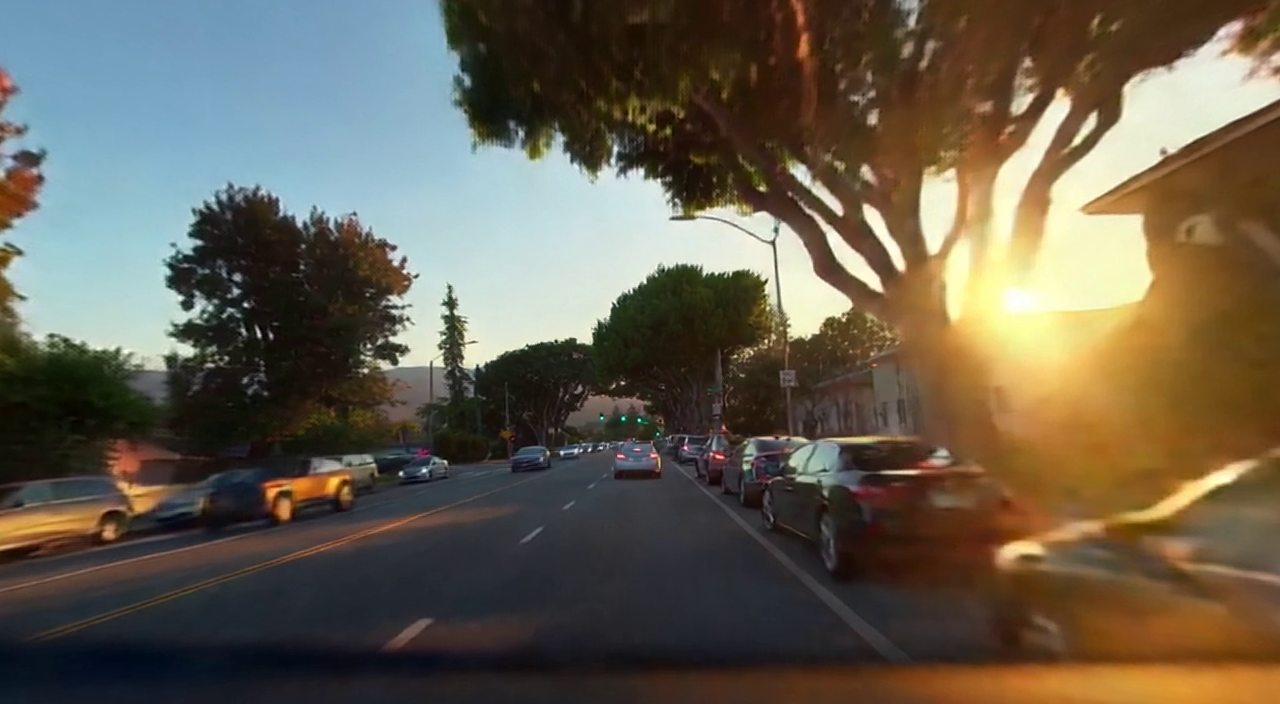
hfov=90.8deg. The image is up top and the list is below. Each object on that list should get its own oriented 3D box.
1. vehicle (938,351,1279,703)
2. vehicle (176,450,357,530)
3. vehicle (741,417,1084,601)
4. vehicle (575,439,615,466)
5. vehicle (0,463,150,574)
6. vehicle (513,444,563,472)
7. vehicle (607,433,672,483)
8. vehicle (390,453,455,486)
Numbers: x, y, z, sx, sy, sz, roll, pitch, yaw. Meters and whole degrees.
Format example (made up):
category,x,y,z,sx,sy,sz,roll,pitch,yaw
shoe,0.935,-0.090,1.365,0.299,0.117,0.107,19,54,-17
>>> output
category,x,y,z,sx,sy,sz,roll,pitch,yaw
vehicle,2.656,0.701,1.060,2.079,1.552,4.642,0,-8,1
vehicle,-9.017,3.316,15.771,1.918,1.648,4.163,0,-8,0
vehicle,2.637,1.642,7.612,2.030,1.505,4.626,0,-8,0
vehicle,-2.737,6.214,39.211,2.117,1.528,4.277,0,-8,1
vehicle,-12.194,3.169,11.843,1.979,1.815,5.139,-6,-8,0
vehicle,-5.803,6.086,36.451,1.987,1.478,4.693,0,-8,1
vehicle,-0.013,3.682,22.233,2.041,1.575,4.304,0,-8,0
vehicle,-12.076,6.543,35.417,2.070,1.610,4.356,0,-8,1
